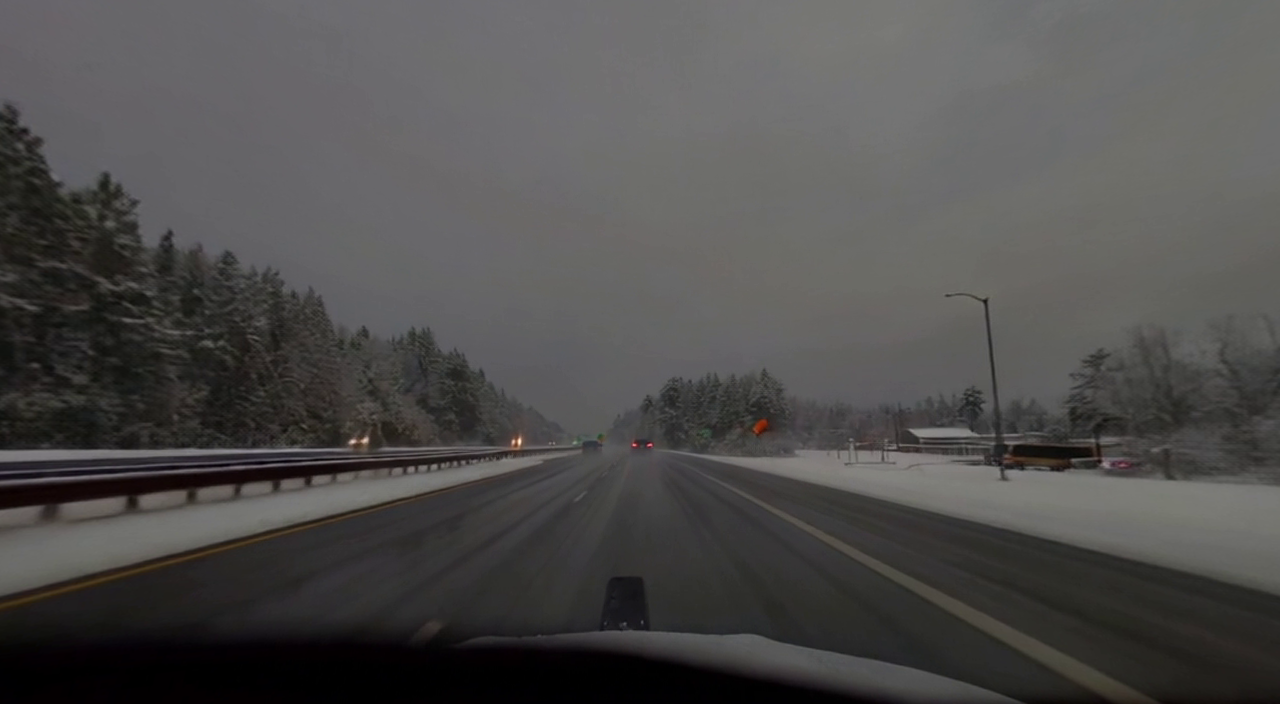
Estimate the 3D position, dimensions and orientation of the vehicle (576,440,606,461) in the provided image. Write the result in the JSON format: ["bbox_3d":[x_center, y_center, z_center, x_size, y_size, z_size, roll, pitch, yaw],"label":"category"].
[{"bbox_3d":[-3.768,7.623,48.869,2.057,1.514,3.845,0,-8,0],"label":"vehicle"}]
